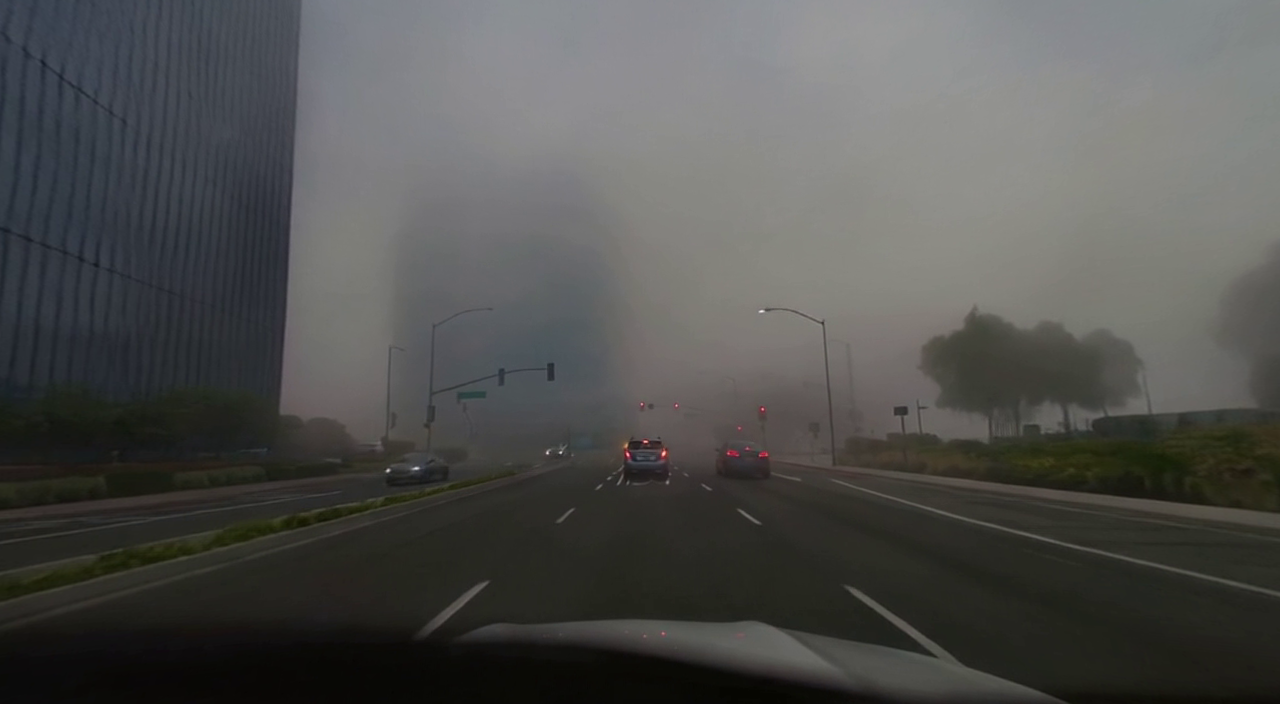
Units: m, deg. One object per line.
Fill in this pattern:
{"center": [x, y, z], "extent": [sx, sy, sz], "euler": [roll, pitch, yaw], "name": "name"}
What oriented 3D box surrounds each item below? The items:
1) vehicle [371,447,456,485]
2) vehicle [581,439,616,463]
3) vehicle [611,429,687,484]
{"center": [-10.097, 5.091, 28.476], "extent": [1.967, 1.552, 4.536], "euler": [0, -9, 3], "name": "vehicle"}
{"center": [-2.850, 7.003, 44.494], "extent": [2.103, 1.569, 3.861], "euler": [0, -9, 2], "name": "vehicle"}
{"center": [0.307, 3.930, 23.838], "extent": [2.601, 1.878, 4.535], "euler": [0, -9, 0], "name": "vehicle"}
